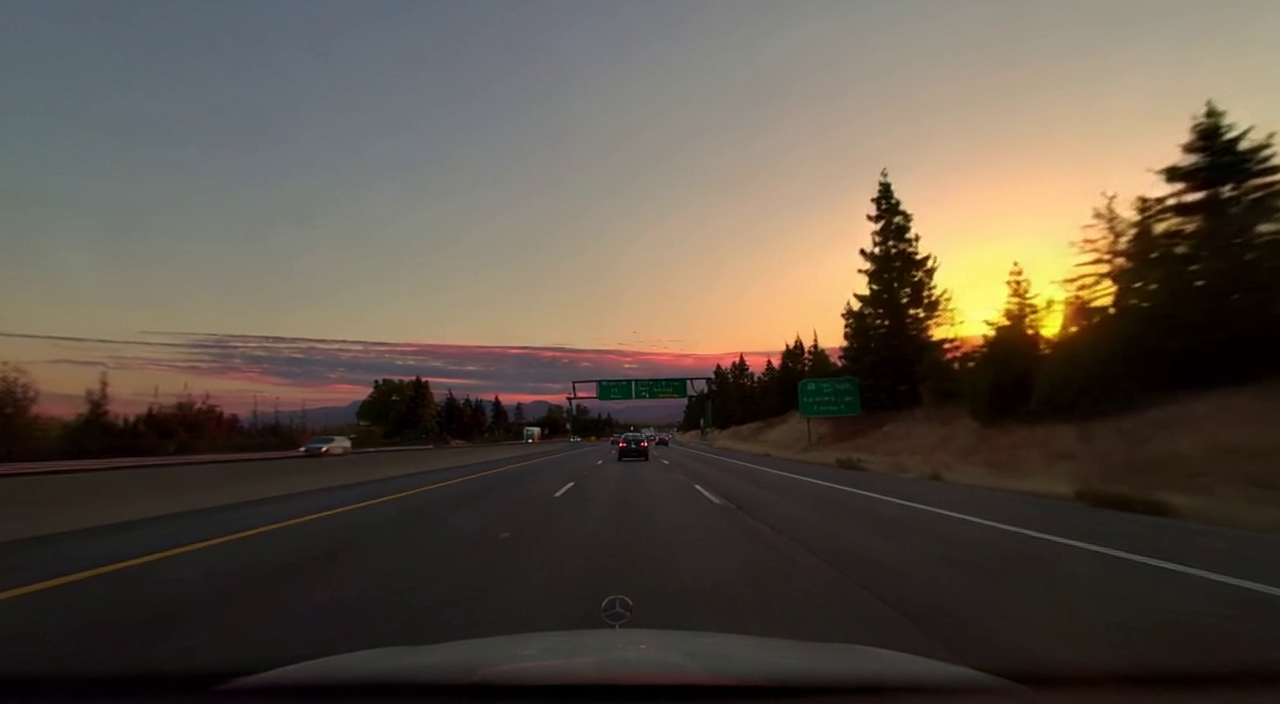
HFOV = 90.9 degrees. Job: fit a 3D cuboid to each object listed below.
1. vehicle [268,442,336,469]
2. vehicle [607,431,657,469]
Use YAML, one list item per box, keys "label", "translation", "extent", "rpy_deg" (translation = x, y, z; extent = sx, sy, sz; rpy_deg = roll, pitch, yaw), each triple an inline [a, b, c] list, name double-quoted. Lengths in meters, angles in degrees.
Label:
- label: "vehicle"
  translation: [-19.449, 5.925, 36.439]
  extent: [1.781, 1.430, 3.836]
  rpy_deg: [0, -8, 0]
- label: "vehicle"
  translation: [-0.366, 4.367, 28.306]
  extent: [2.094, 1.600, 3.666]
  rpy_deg: [0, -8, -1]
